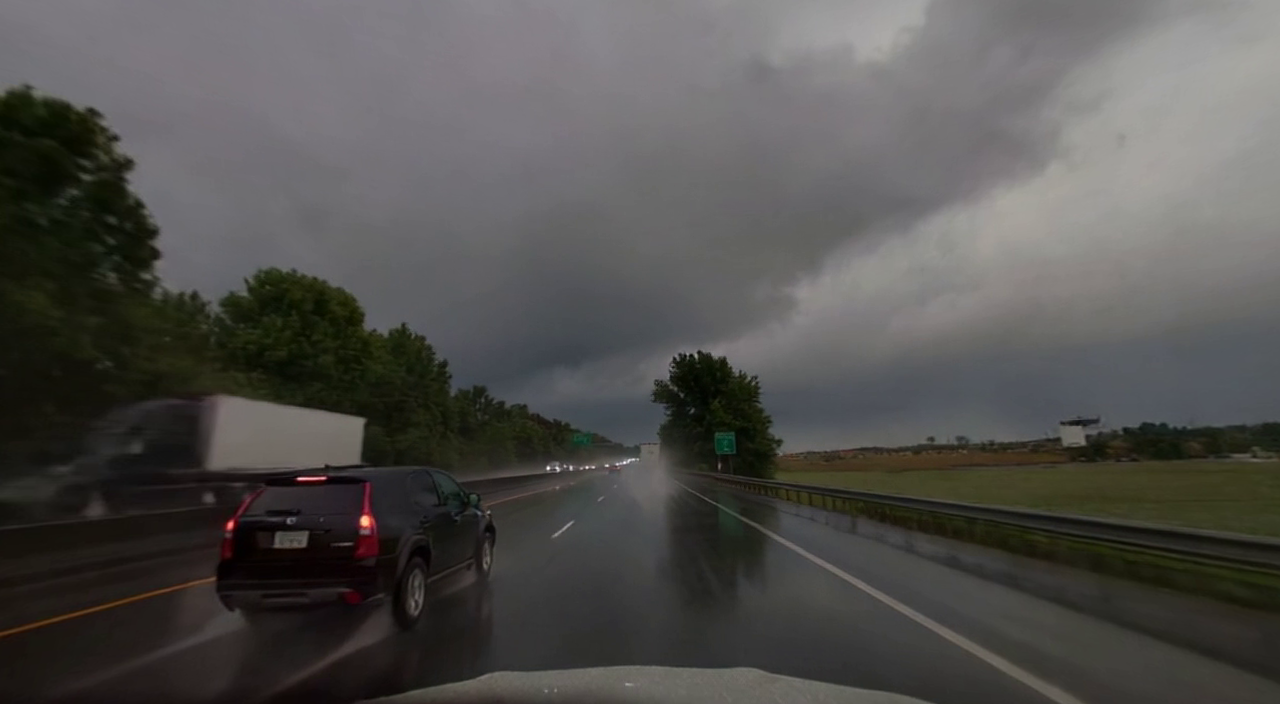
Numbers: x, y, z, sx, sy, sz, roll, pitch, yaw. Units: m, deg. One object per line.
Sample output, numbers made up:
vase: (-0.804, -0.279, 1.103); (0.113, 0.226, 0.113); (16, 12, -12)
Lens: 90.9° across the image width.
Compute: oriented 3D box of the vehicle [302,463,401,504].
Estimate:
vehicle: (-11.219, 5.122, 24.844); (1.829, 1.432, 4.294); (1, -10, 0)

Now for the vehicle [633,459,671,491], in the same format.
vehicle: (0.676, 7.166, 36.837); (2.048, 1.663, 4.377); (1, -10, 0)

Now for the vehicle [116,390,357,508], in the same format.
vehicle: (-15.767, 4.148, 26.173); (3.015, 3.895, 10.076); (0, -10, 1)
